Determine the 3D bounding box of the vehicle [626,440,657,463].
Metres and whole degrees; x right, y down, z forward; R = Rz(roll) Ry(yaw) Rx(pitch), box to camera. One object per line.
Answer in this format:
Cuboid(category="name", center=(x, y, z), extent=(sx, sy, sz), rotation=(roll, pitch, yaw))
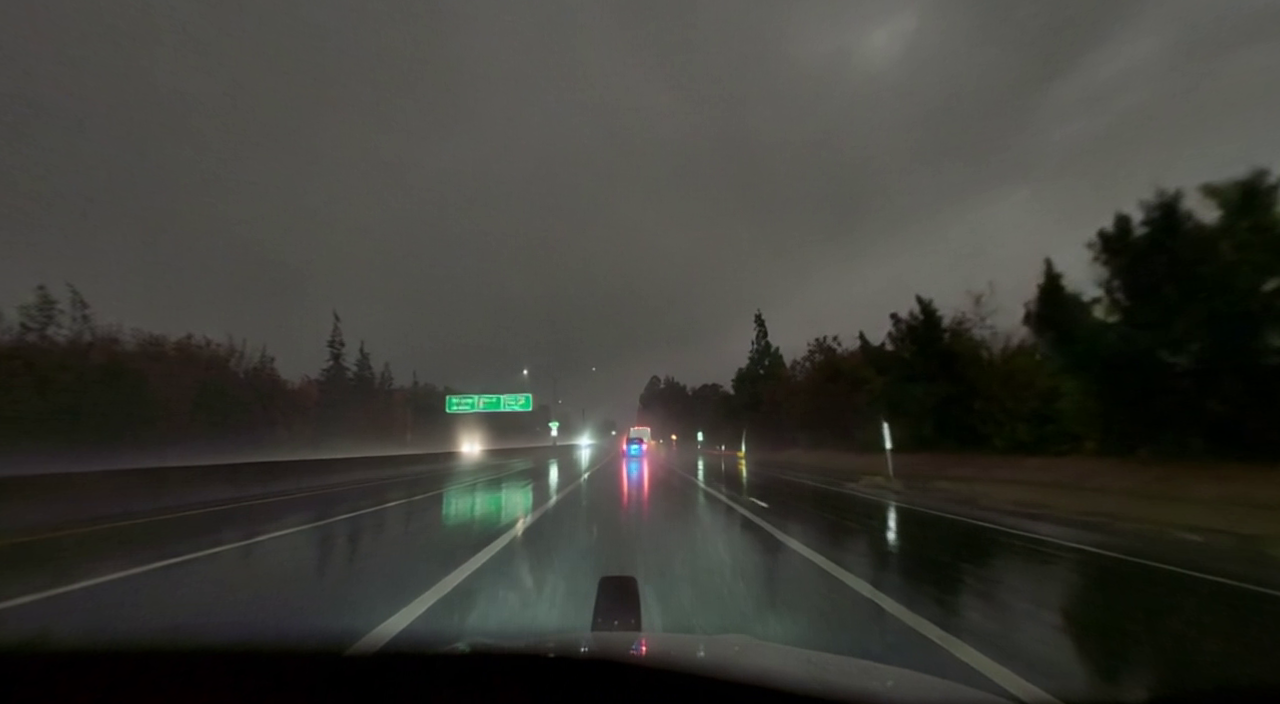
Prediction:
Cuboid(category="vehicle", center=(0.056, 6.714, 42.675), extent=(2.028, 1.440, 3.690), rotation=(0, -8, -1))
